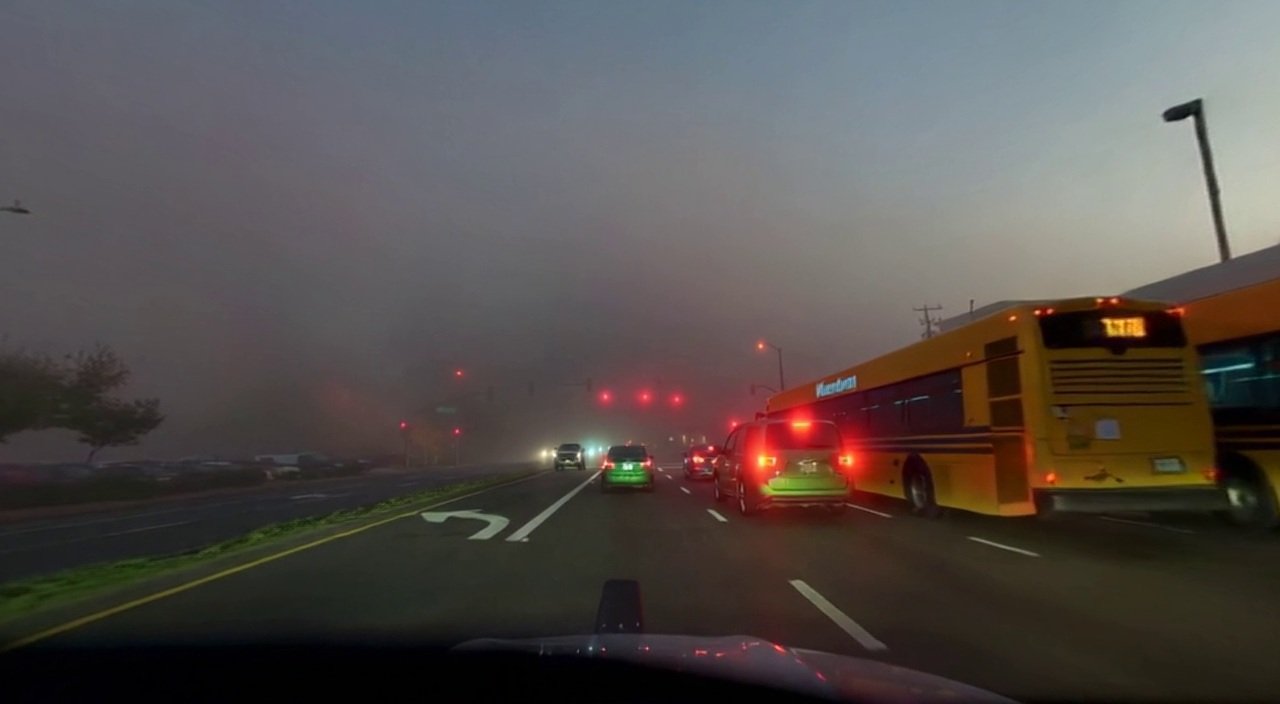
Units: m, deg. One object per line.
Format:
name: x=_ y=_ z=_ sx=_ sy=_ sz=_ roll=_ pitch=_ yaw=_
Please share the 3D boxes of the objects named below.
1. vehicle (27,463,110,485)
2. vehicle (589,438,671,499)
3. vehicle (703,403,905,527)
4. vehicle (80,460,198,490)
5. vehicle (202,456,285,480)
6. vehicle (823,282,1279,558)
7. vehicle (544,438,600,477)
vehicle: x=-41.254 y=8.827 z=45.644 sx=4.357 sy=1.470 sz=1.808 roll=-1 pitch=-9 yaw=4
vehicle: x=-0.282 y=3.237 z=17.924 sx=2.071 sy=1.525 sz=3.723 roll=0 pitch=-9 yaw=-1
vehicle: x=2.915 y=2.246 z=13.117 sx=2.490 sy=1.951 sz=5.931 roll=0 pitch=-9 yaw=-1
vehicle: x=-28.352 y=6.952 z=35.948 sx=4.881 sy=1.458 sz=1.914 roll=4 pitch=-10 yaw=-27
vehicle: x=-27.940 y=8.163 z=44.647 sx=4.800 sy=1.461 sz=1.831 roll=5 pitch=-10 yaw=-32
vehicle: x=6.350 y=1.426 z=12.065 sx=2.879 sy=3.318 sz=8.881 roll=0 pitch=-8 yaw=-1
vehicle: x=-3.194 y=5.080 z=30.600 sx=2.180 sy=1.708 sz=4.397 roll=0 pitch=-9 yaw=0
